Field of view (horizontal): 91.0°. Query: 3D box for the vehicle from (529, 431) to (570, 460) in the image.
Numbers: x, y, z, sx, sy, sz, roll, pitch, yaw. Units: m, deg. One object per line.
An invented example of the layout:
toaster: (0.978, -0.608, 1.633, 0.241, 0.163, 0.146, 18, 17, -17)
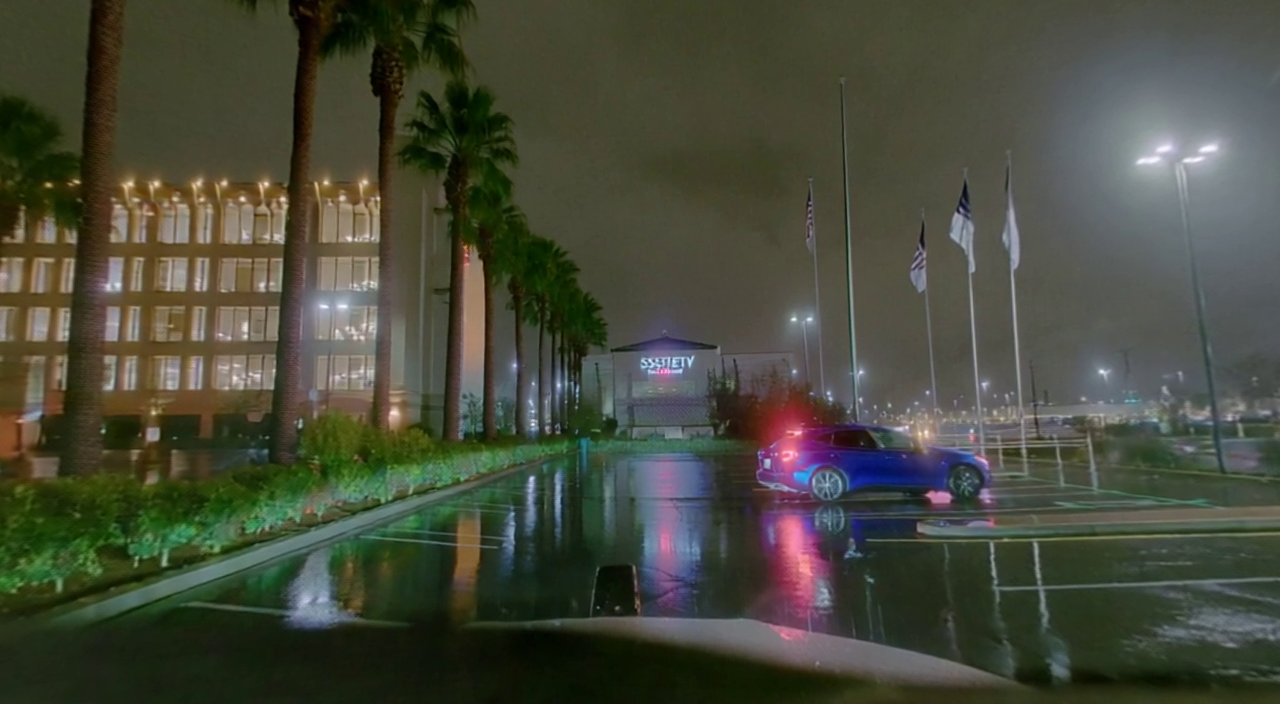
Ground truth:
vehicle: (-6.612, 6.845, 46.333, 1.943, 1.890, 4.472, -3, -8, 6)

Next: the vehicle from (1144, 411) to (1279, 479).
vehicle: (19.439, 2.918, 19.697, 2.357, 1.921, 5.999, 0, -8, 0)

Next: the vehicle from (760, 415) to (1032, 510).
vehicle: (4.880, 2.177, 12.569, 4.567, 1.723, 1.926, 0, -8, 0)
